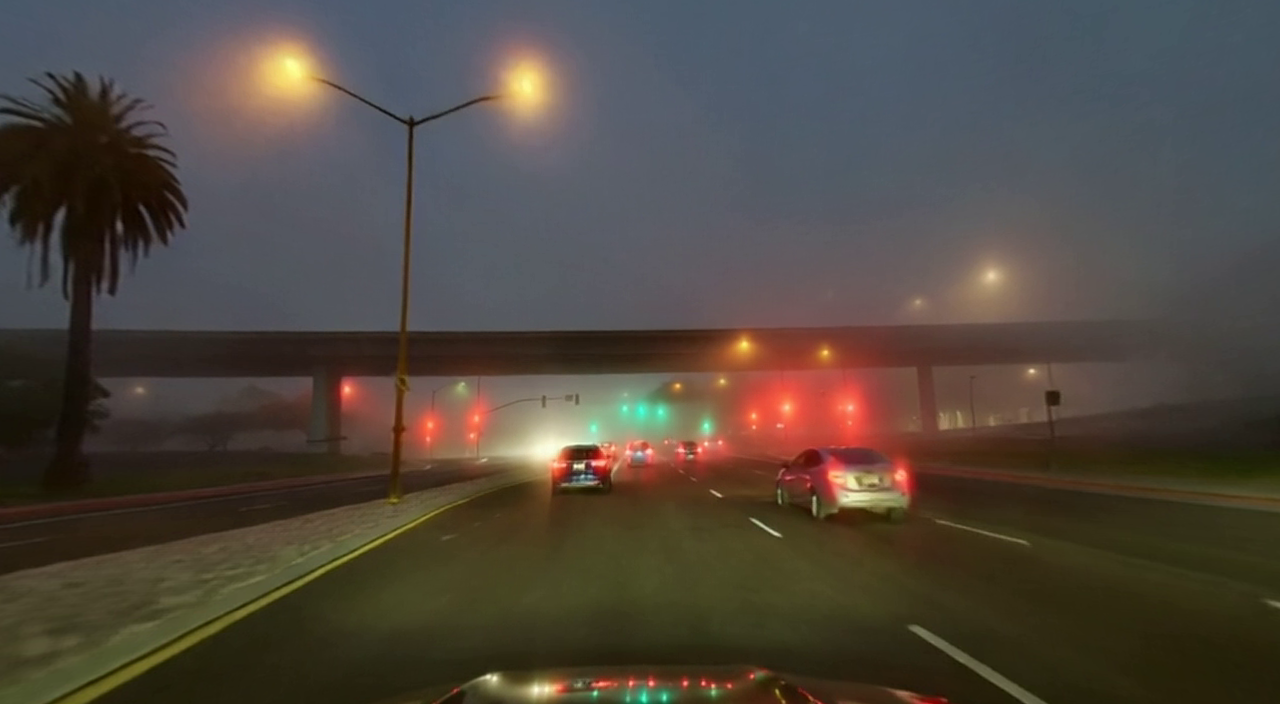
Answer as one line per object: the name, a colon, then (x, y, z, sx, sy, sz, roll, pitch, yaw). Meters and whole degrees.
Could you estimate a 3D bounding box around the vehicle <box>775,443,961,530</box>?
vehicle: (4.211, 2.526, 12.462, 2.156, 1.404, 4.120, 0, -8, 0)

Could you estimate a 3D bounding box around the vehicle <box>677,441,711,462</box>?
vehicle: (4.083, 7.612, 48.257, 2.119, 1.509, 4.495, 0, -8, -1)

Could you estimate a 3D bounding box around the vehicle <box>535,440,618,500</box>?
vehicle: (-1.748, 3.320, 18.160, 2.111, 1.506, 4.018, 1, -8, -4)

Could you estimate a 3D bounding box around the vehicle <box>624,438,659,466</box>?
vehicle: (0.096, 6.457, 40.505, 2.172, 1.694, 4.055, 0, -8, 0)
